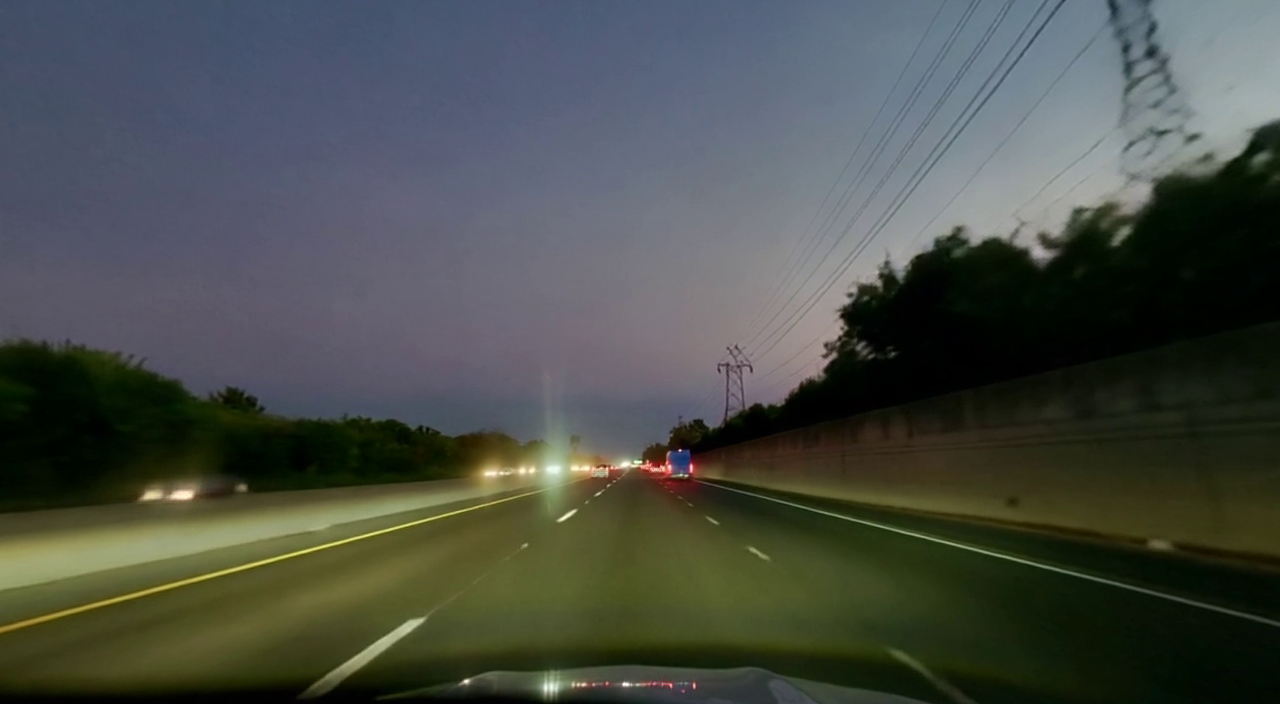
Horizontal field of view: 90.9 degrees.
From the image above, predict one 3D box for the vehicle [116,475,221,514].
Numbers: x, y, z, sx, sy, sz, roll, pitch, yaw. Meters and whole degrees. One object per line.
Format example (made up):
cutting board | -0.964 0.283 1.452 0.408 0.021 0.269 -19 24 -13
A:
vehicle | -21.296 6.434 28.643 1.802 1.569 3.731 1 -11 0
